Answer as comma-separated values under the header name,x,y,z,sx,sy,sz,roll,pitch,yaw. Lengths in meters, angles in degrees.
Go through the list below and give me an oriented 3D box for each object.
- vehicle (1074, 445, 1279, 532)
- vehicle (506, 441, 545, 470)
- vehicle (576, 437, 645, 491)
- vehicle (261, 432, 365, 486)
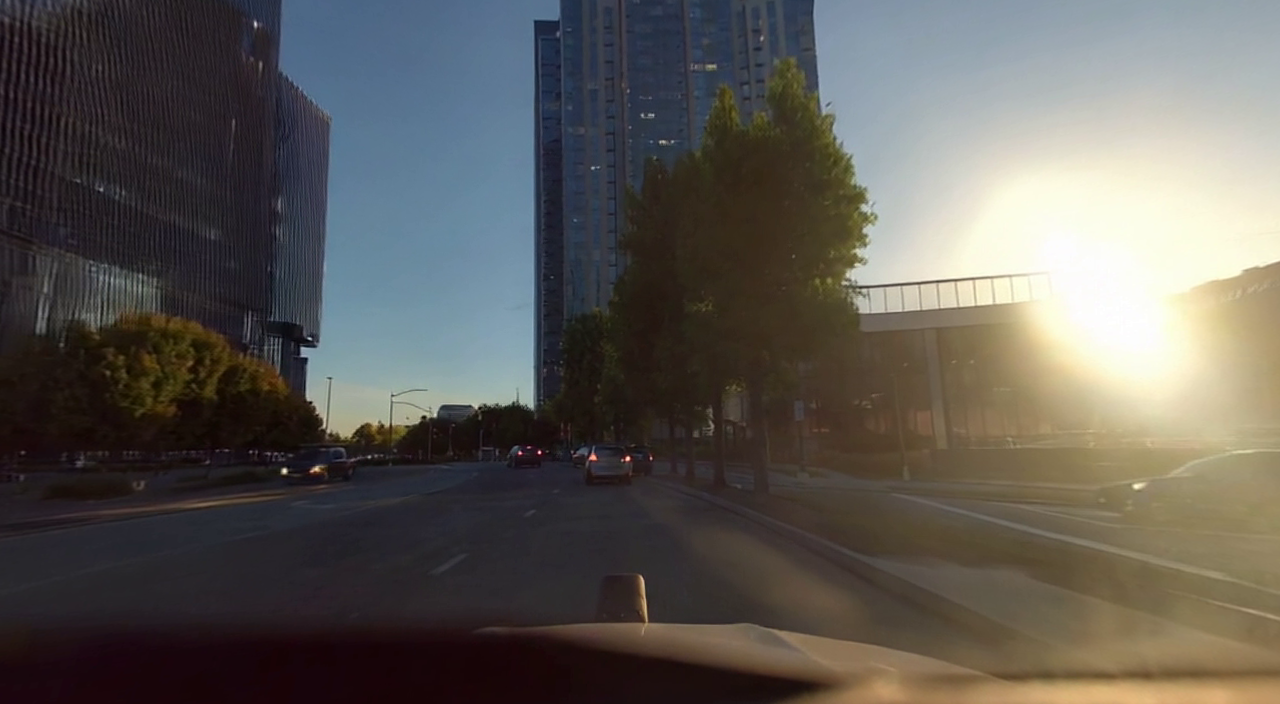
name,x,y,z,sx,sy,sz,roll,pitch,yaw
vehicle,11.573,2.577,12.202,4.645,1.505,2.100,-1,-9,9
vehicle,-7.313,6.542,40.063,2.121,1.728,4.161,2,-9,-14
vehicle,-0.967,3.865,22.147,2.183,1.675,4.319,0,-9,-1
vehicle,-14.167,4.837,27.743,2.334,1.945,5.298,6,-13,-9
